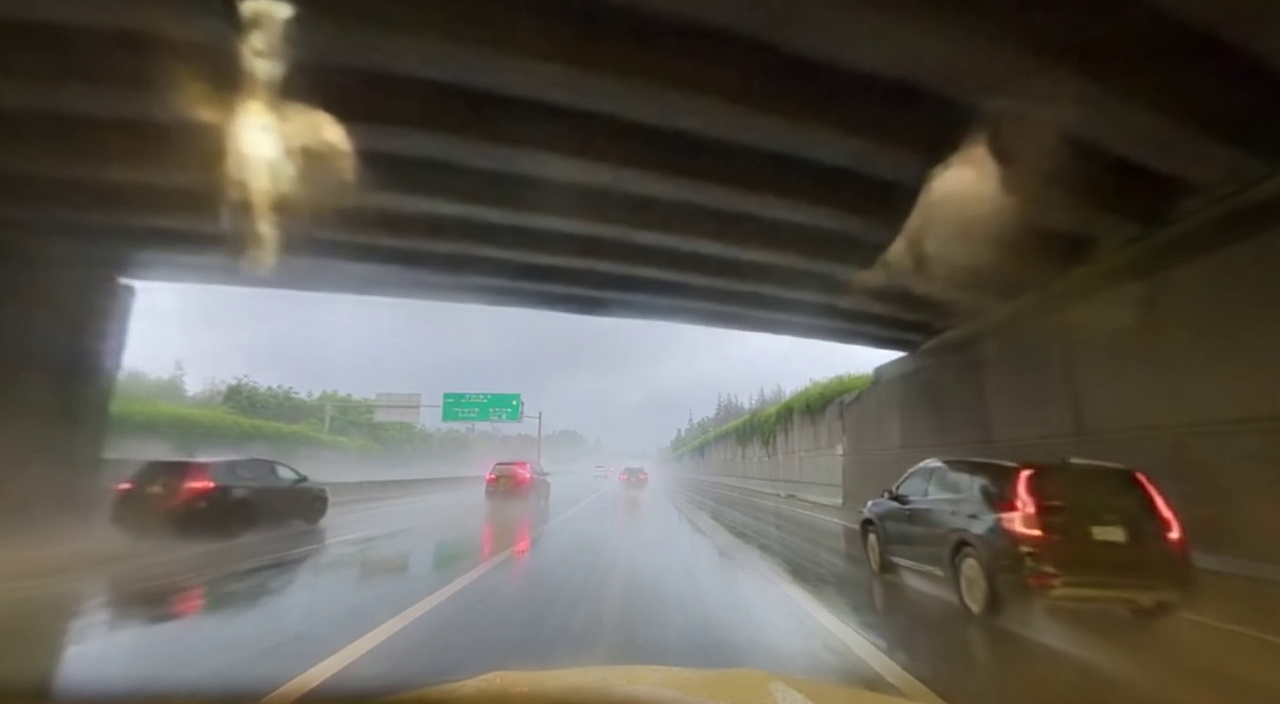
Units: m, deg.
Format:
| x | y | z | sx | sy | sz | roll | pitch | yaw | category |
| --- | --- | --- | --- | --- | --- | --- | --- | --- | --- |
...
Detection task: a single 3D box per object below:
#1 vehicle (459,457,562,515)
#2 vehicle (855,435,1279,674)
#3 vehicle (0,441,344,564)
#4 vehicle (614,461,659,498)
| x | y | z | sx | sy | sz | roll | pitch | yaw | category |
| --- | --- | --- | --- | --- | --- | --- | --- | --- | --- |
| -3.801 | 4.072 | 19.421 | 2.102 | 1.521 | 4.687 | 1 | -11 | 1 | vehicle |
| 3.888 | 1.739 | 6.296 | 1.992 | 1.557 | 4.017 | 1 | -11 | -1 | vehicle |
| -7.229 | 2.398 | 10.600 | 2.142 | 1.545 | 4.708 | 1 | -11 | 0 | vehicle |
| -0.180 | 6.052 | 29.960 | 1.992 | 1.601 | 3.762 | 1 | -11 | 0 | vehicle |
